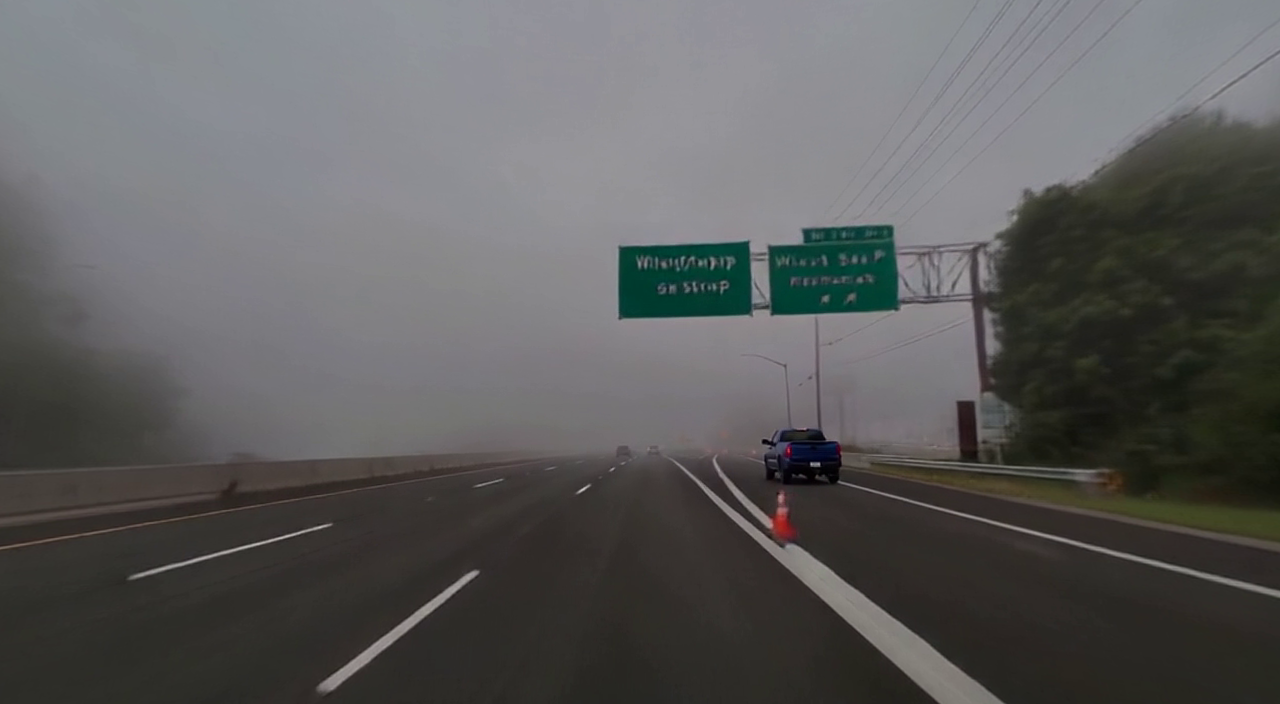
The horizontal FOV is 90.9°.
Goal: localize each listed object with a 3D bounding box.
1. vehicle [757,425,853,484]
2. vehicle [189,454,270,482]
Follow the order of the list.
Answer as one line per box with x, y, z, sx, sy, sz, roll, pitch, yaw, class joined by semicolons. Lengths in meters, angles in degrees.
5.669;3.609;22.526;2.186;1.840;5.289;0;-8;2;vehicle
-24.503;6.926;37.826;1.779;1.476;4.507;0;-8;1;vehicle
